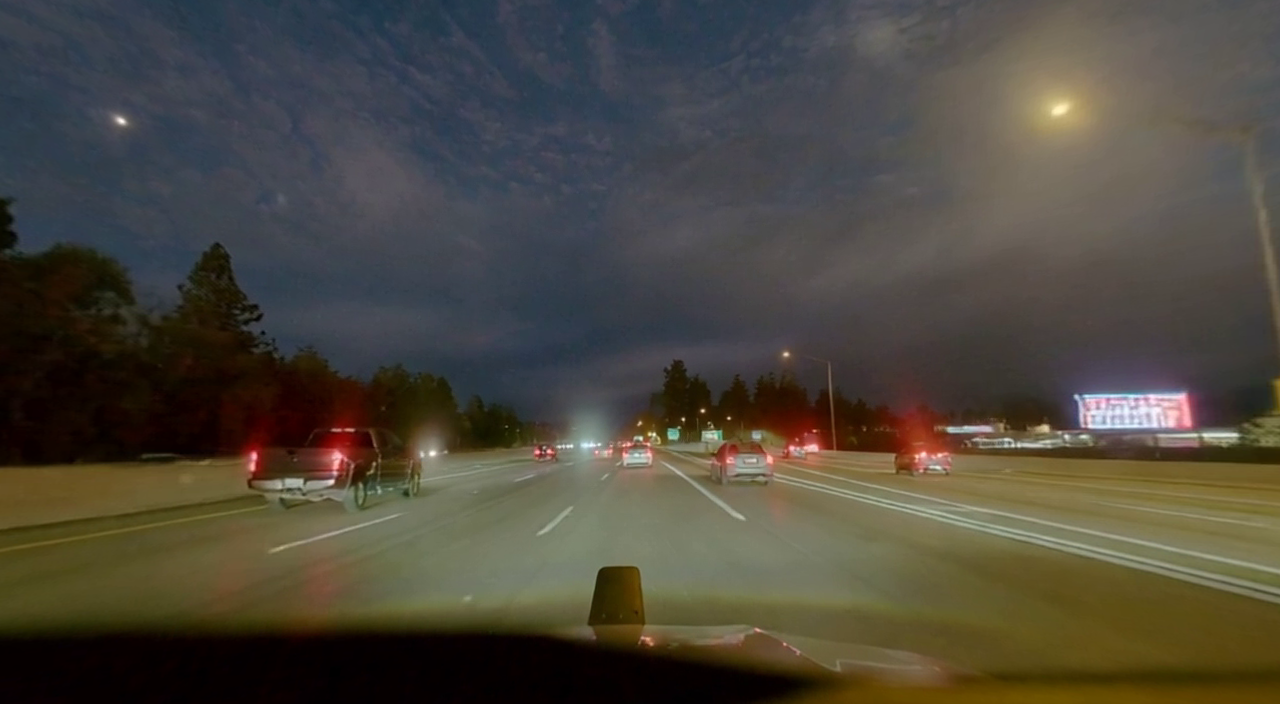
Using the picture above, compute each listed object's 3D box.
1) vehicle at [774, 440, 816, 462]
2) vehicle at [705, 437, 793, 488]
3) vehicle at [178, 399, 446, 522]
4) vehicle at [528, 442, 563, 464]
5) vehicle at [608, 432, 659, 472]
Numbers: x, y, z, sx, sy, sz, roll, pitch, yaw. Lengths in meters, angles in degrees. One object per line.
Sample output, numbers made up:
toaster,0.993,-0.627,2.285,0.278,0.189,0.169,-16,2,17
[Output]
vehicle,11.219,7.188,46.068,2.105,1.481,4.117,0,-8,1
vehicle,3.420,3.553,20.691,2.011,1.462,4.286,0,-8,-1
vehicle,-6.336,2.219,13.508,2.444,2.012,6.122,0,-8,0
vehicle,-6.804,7.281,45.854,1.920,1.482,4.385,0,-8,0
vehicle,-0.300,4.916,31.251,2.323,1.805,4.729,0,-8,0
